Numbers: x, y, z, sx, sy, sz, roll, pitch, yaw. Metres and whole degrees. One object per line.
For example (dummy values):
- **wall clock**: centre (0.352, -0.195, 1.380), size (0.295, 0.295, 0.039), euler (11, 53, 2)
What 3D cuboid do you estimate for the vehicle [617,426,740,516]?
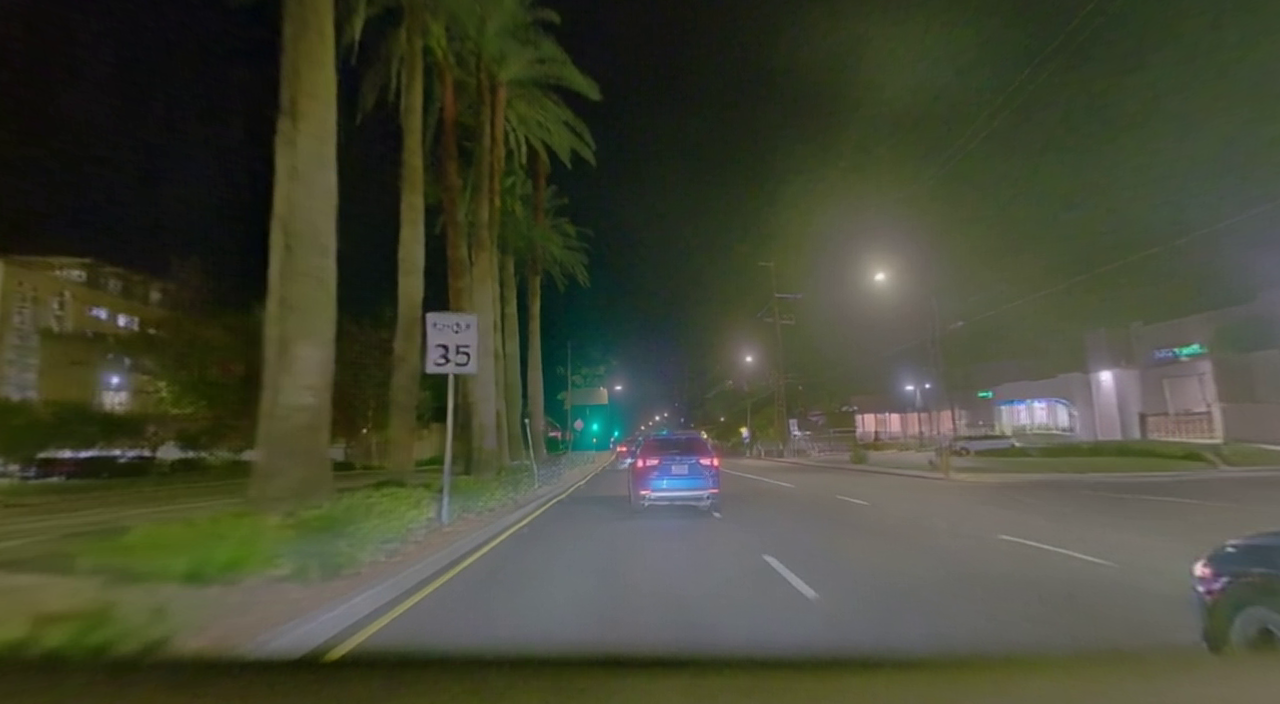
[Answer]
- **vehicle**: centre (0.662, 2.578, 14.241), size (2.239, 1.693, 4.301), euler (0, -8, -3)

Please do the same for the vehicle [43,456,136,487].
- **vehicle**: centre (-34.240, 7.442, 39.463), size (1.926, 1.722, 4.264), euler (0, -8, 0)

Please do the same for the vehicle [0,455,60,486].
- **vehicle**: centre (-39.846, 7.450, 39.869), size (1.979, 1.822, 4.659), euler (0, -8, 1)

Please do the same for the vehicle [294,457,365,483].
- **vehicle**: centre (-19.496, 7.402, 39.892), size (1.848, 1.460, 4.641), euler (-1, -8, 4)

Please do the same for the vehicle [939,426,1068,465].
- **vehicle**: centre (20.468, 5.305, 35.778), size (5.820, 1.968, 2.301), euler (-1, -9, -3)

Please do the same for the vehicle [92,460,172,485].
- **vehicle**: centre (-31.425, 7.441, 39.222), size (1.765, 1.417, 3.827), euler (0, -8, 0)

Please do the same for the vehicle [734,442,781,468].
- **vehicle**: centre (6.981, 6.151, 37.934), size (1.930, 1.457, 4.267), euler (0, -8, -1)
